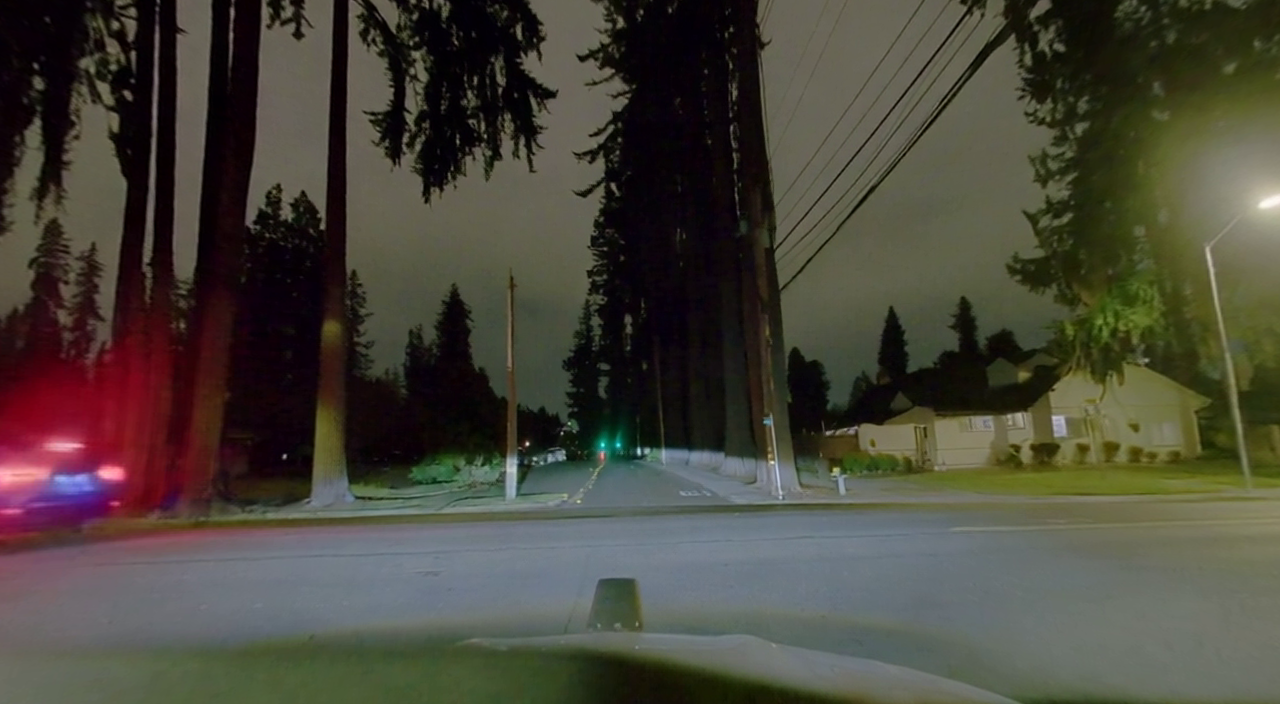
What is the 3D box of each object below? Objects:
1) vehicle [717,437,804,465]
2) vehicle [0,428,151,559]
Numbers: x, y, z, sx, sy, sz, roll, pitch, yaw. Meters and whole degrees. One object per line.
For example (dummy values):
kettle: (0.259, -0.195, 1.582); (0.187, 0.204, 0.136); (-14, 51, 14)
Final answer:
vehicle: (7.298, 6.009, 38.551); (4.784, 1.647, 1.947); (1, -8, -5)
vehicle: (-11.165, 2.176, 10.073); (4.809, 1.834, 2.181); (0, -8, -2)
